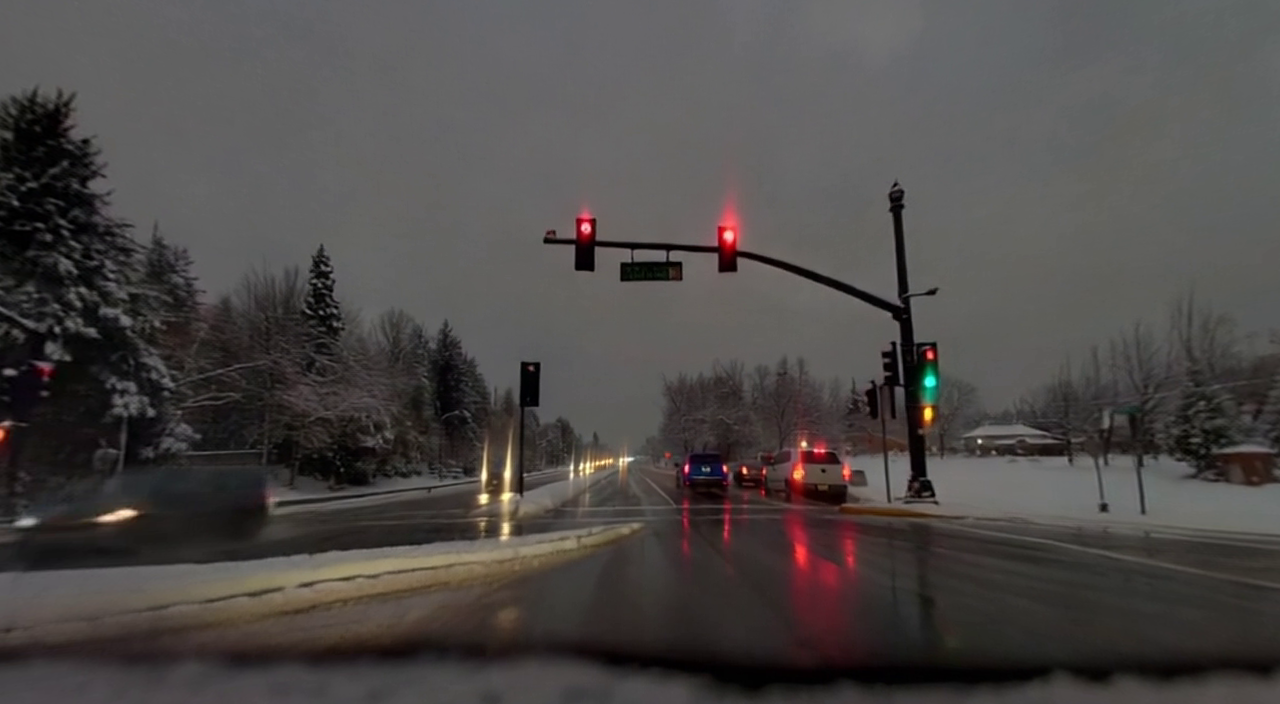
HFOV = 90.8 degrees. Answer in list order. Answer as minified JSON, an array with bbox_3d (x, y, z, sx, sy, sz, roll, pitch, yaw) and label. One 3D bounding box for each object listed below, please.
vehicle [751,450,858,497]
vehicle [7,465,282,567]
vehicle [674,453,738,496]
[{"bbox_3d":[8.654,6.445,34.252,2.771,2.214,7.159,1,-9,-10],"label":"vehicle"},{"bbox_3d":[-8.688,2.863,11.661,1.818,1.397,4.026,0,-8,0],"label":"vehicle"},{"bbox_3d":[2.755,5.269,27.642,2.140,1.655,4.786,0,-8,-2],"label":"vehicle"}]
